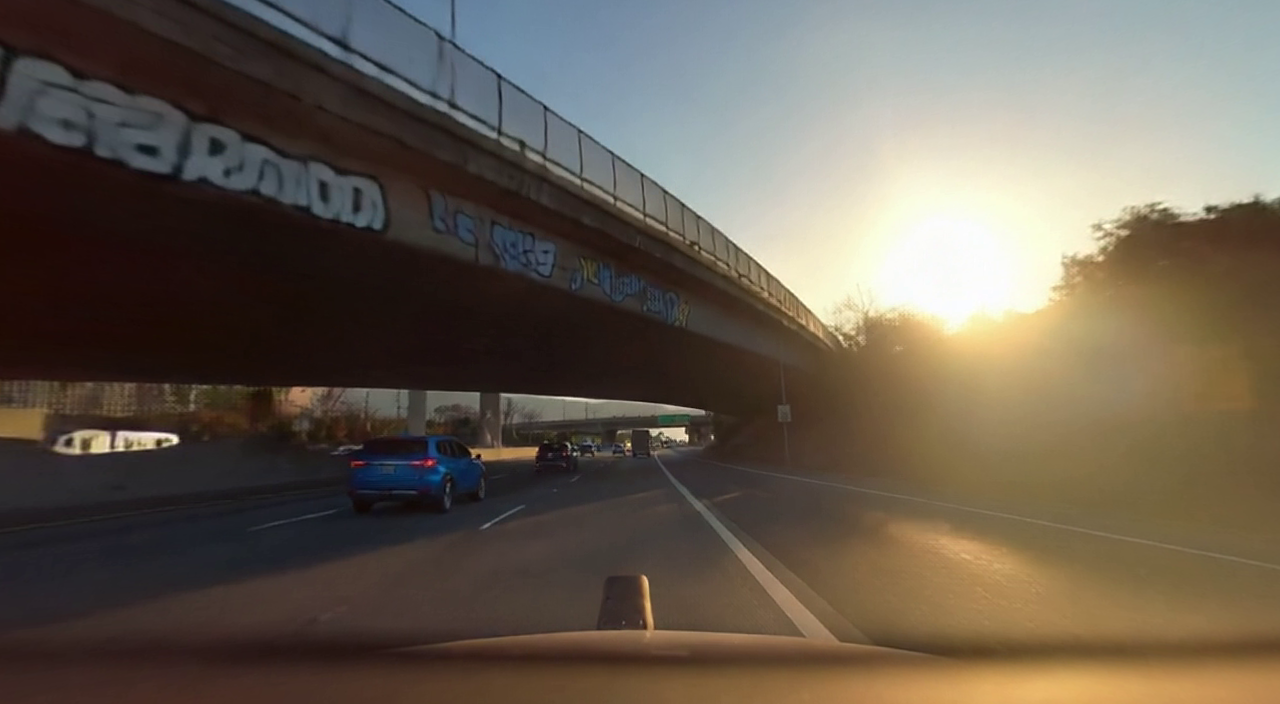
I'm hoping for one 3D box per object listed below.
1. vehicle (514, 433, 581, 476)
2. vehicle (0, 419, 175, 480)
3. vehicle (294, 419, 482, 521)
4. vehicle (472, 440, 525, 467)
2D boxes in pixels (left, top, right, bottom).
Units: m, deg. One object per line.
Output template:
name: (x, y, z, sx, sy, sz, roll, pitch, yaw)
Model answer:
vehicle: (-3.910, 4.409, 27.315, 2.154, 1.693, 4.394, 0, -8, 1)
vehicle: (-35.676, 5.715, 37.643, 3.600, 3.227, 15.479, 0, -7, 1)
vehicle: (-4.601, 2.211, 12.244, 1.969, 1.633, 3.962, 0, -8, 0)
vehicle: (-8.000, 5.794, 35.985, 1.917, 1.449, 4.727, 0, -8, 1)
